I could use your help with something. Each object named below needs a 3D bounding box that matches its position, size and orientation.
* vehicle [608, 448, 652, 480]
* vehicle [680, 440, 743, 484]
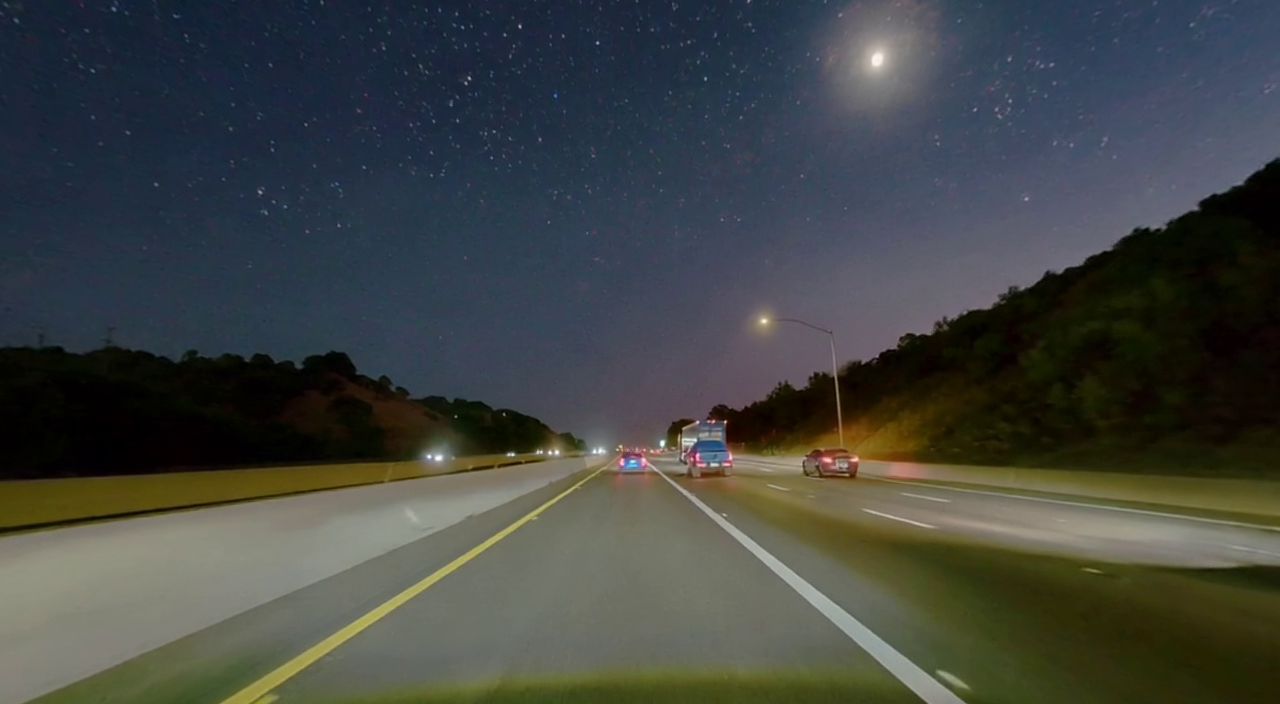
[{"bbox_3d":[-0.499,5.512,31.405,2.083,1.477,3.965,0,-9,-1],"label":"vehicle"},{"bbox_3d":[3.096,4.887,28.369,2.098,1.794,4.561,0,-9,-2],"label":"vehicle"}]
